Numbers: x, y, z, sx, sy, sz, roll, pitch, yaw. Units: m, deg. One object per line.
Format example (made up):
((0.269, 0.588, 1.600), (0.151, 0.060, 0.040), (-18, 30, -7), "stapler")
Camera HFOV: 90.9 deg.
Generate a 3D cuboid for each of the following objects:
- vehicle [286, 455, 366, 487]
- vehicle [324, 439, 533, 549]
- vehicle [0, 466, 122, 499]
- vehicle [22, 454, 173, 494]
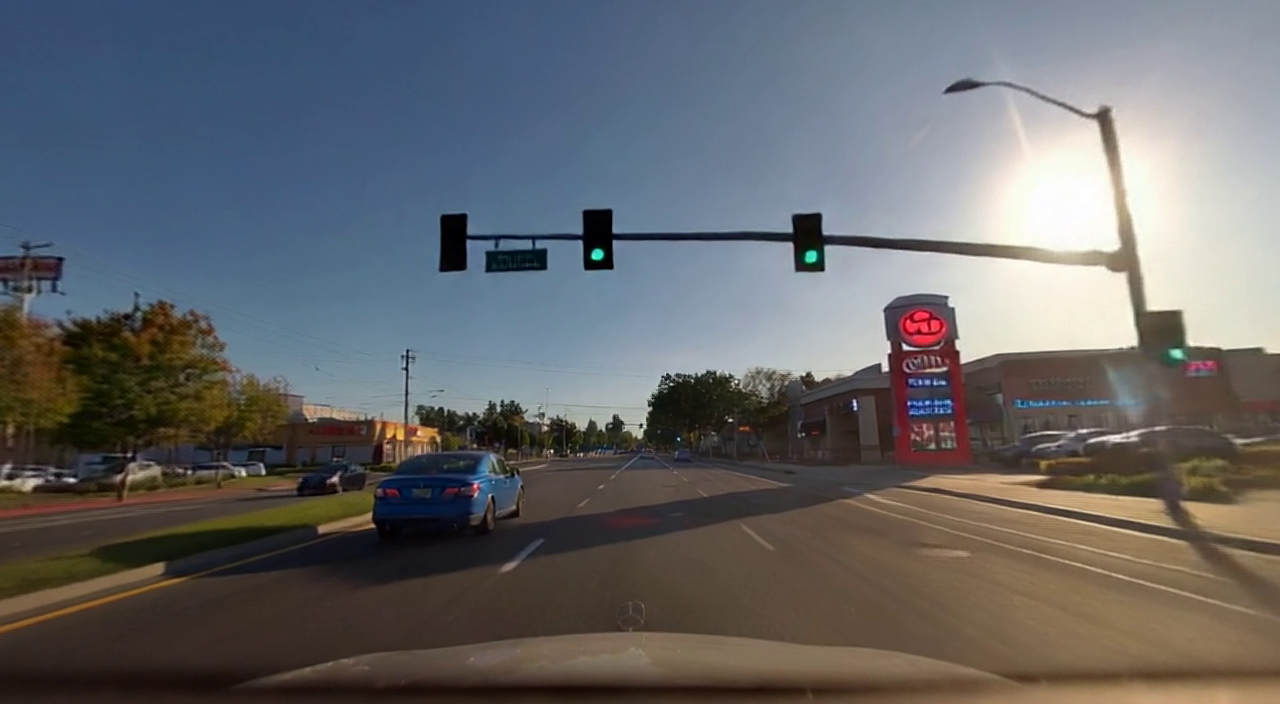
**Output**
((-17.748, 6.725, 35.910), (2.116, 1.524, 4.800), (-4, -8, 1), "vehicle")
((-3.249, 2.260, 10.886), (2.082, 1.460, 4.636), (0, -8, -1), "vehicle")
((-30.970, 6.883, 33.352), (4.960, 1.464, 2.137), (4, -9, -24), "vehicle")
((-31.021, 6.971, 36.376), (6.015, 2.018, 2.513), (4, -9, -26), "vehicle")
